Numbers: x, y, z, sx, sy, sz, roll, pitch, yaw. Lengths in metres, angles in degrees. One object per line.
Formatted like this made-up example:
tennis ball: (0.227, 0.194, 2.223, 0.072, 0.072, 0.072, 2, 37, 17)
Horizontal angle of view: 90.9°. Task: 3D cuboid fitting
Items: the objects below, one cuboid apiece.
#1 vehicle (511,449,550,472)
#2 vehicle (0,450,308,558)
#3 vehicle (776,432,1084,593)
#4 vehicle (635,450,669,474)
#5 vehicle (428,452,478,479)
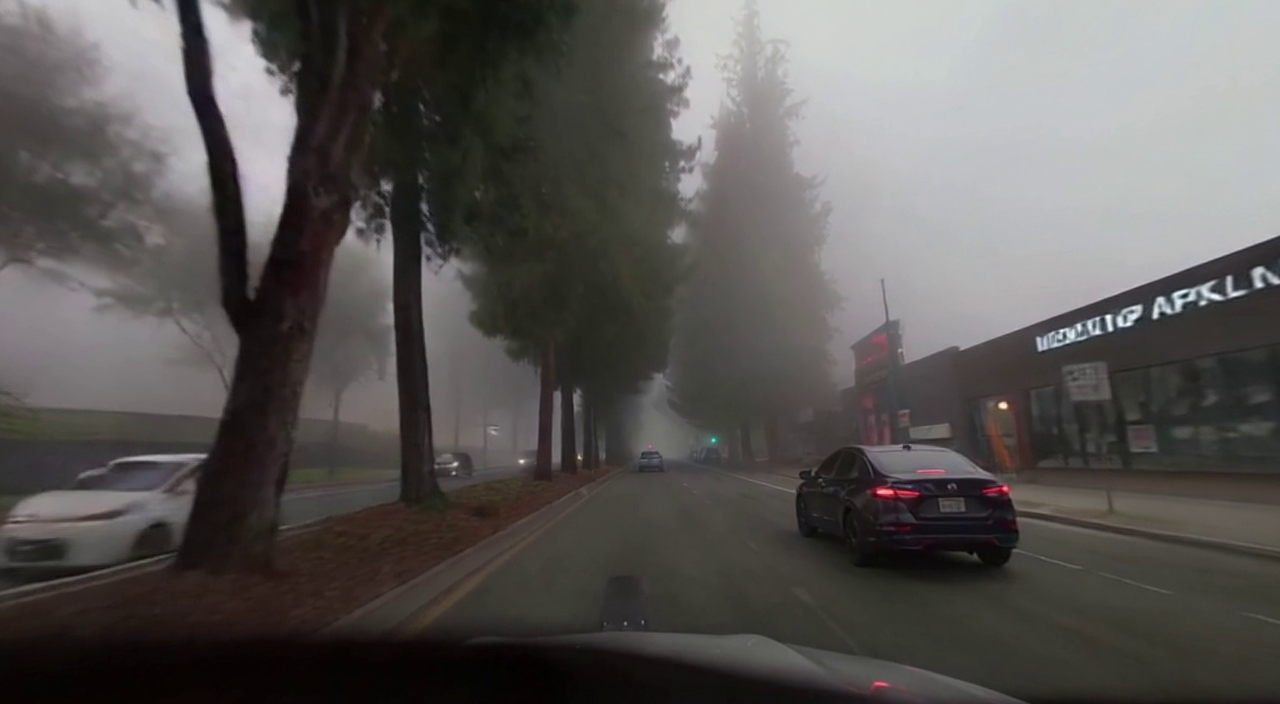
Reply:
vehicle: (-8.106, 8.073, 47.123, 2.013, 1.637, 4.479, -1, -9, 2)
vehicle: (-8.168, 2.531, 11.299, 1.958, 1.487, 4.451, -1, -9, 1)
vehicle: (3.210, 1.837, 8.096, 1.989, 1.498, 4.050, 0, -9, 0)
vehicle: (0.693, 6.666, 38.400, 1.945, 1.343, 3.827, -1, -9, 0)
vehicle: (-11.774, 7.170, 39.989, 1.869, 1.529, 4.355, -2, -9, -1)
